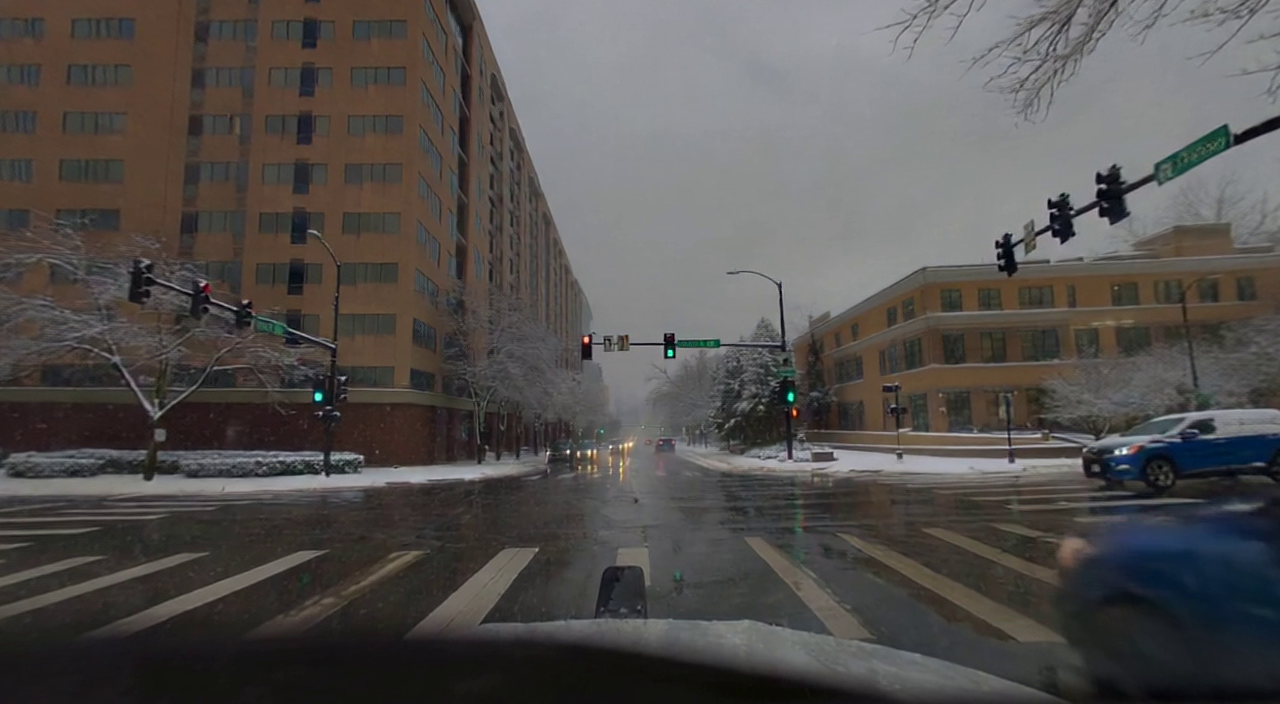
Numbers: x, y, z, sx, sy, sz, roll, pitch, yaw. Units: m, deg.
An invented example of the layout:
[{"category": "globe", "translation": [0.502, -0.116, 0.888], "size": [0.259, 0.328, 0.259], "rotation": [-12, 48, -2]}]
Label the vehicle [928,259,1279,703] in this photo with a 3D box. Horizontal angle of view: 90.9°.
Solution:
[{"category": "vehicle", "translation": [2.966, 0.595, 1.410], "size": [2.301, 1.816, 4.871], "rotation": [0, -8, 0]}]
